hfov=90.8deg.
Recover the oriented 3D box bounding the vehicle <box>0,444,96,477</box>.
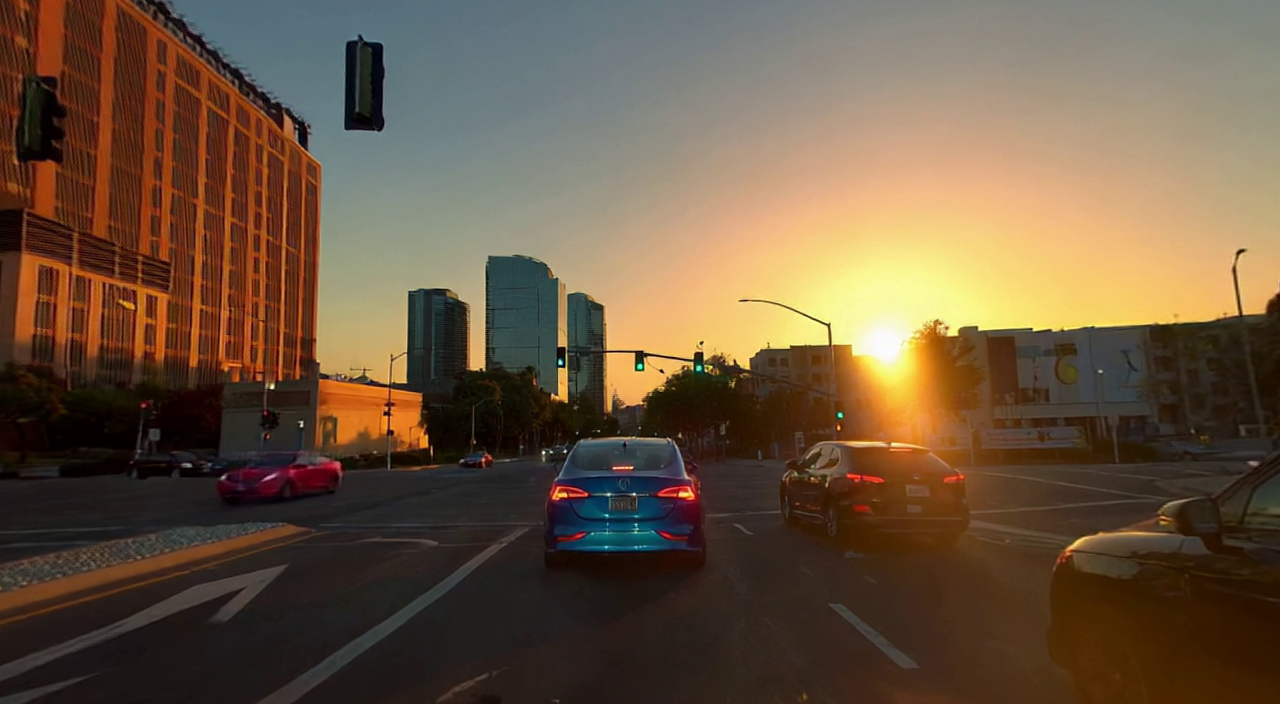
[{"bbox_3d":[-35.841,6.410,37.606,2.145,1.797,5.198,-1,-9,1],"label":"vehicle"}]

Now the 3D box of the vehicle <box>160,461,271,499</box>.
[{"bbox_3d":[-19.098,5.754,28.697,1.942,1.453,4.448,0,-9,0],"label":"vehicle"}]

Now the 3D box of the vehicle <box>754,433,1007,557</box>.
[{"bbox_3d":[3.212,1.999,9.627,2.009,1.414,4.416,0,-8,-2],"label":"vehicle"}]

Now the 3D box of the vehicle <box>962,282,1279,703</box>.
[{"bbox_3d":[3.003,0.631,1.605,2.047,1.785,4.357,0,-8,0],"label":"vehicle"}]

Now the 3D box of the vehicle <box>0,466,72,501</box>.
[{"bbox_3d":[-28.022,6.067,29.440,1.972,1.433,4.324,8,-12,-39],"label":"vehicle"}]

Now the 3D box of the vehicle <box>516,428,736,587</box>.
[{"bbox_3d":[-0.150,1.778,8.052,2.095,1.502,3.873,0,-8,0],"label":"vehicle"}]

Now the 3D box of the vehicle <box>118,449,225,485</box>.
[{"bbox_3d":[-27.508,6.744,37.349,2.300,1.932,5.056,-1,-8,2],"label":"vehicle"}]

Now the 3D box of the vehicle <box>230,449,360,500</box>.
[{"bbox_3d":[-11.640,4.136,21.743,1.887,1.516,4.524,0,-8,0],"label":"vehicle"}]
